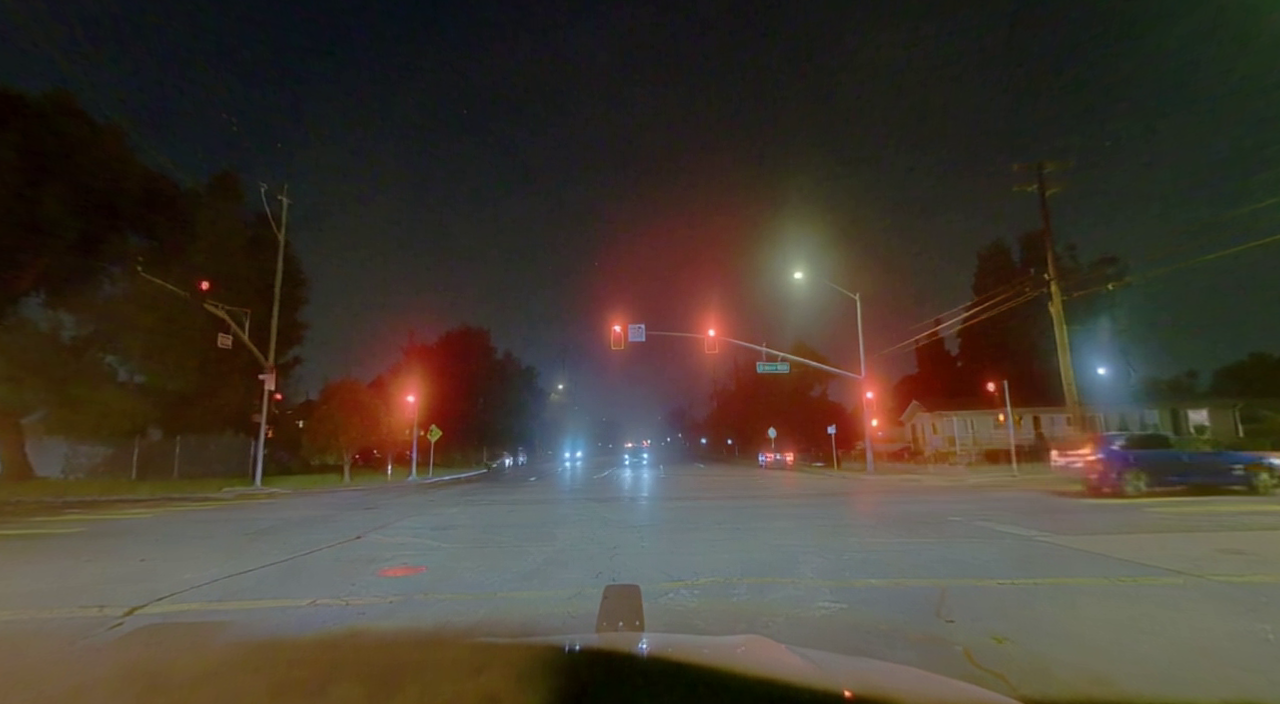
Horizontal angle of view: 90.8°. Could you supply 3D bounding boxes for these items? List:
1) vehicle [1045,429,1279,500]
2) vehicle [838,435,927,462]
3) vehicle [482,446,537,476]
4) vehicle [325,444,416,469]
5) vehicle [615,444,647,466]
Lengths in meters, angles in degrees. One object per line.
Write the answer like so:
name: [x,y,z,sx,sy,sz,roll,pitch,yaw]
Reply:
vehicle: [12.577,2.574,14.717,4.860,1.483,2.077,0,-8,-2]
vehicle: [15.384,6.174,40.314,4.892,1.656,1.856,0,-8,0]
vehicle: [-6.594,5.539,32.407,1.881,1.452,4.121,0,-8,0]
vehicle: [-16.387,6.375,38.594,4.713,1.409,1.918,0,-8,-2]
vehicle: [-0.585,7.098,43.708,2.105,1.457,4.173,0,-8,-1]
